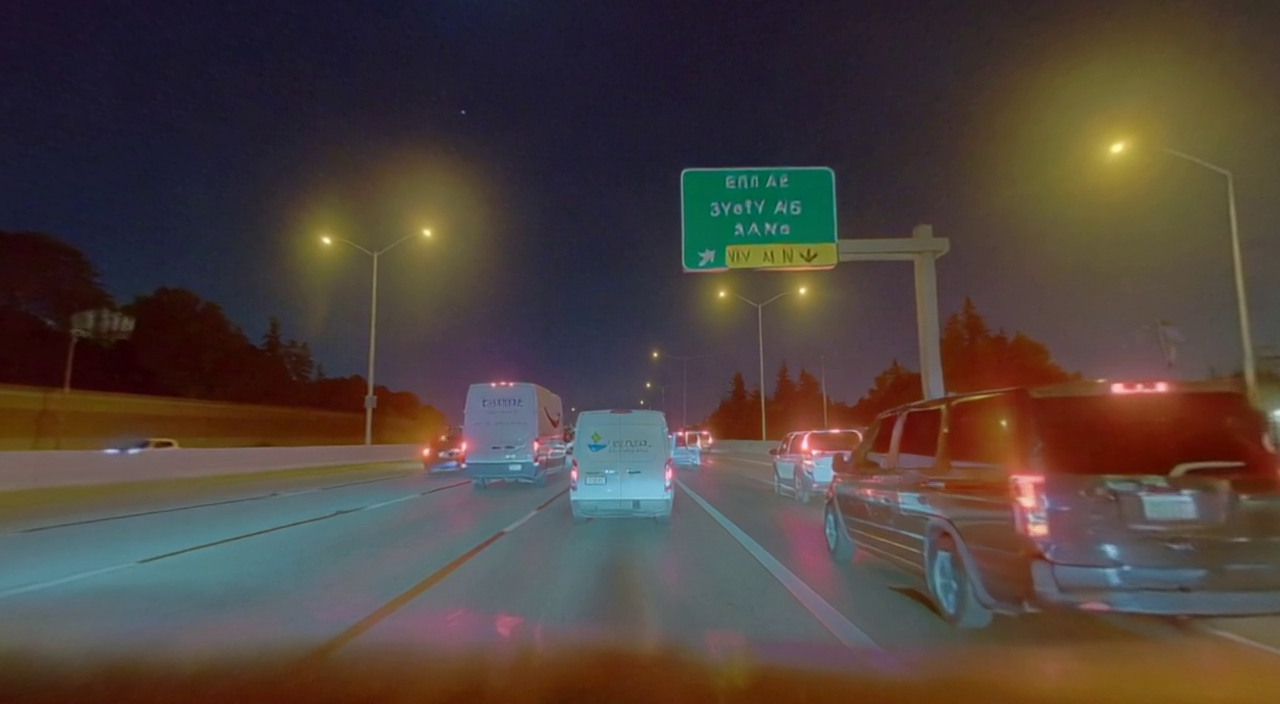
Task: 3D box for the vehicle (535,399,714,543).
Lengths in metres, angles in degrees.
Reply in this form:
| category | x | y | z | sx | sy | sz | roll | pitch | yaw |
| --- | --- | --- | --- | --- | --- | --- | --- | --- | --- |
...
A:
| category | x | y | z | sx | sy | sz | roll | pitch | yaw |
| --- | --- | --- | --- | --- | --- | --- | --- | --- | --- |
| vehicle | -0.194 | 1.861 | 10.346 | 2.287 | 1.823 | 4.369 | 0 | -8 | 0 |

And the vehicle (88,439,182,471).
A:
| category | x | y | z | sx | sy | sz | roll | pitch | yaw |
| --- | --- | --- | --- | --- | --- | --- | --- | --- | --- |
| vehicle | -26.370 | 5.384 | 33.027 | 1.684 | 1.517 | 3.805 | 0 | -9 | 1 |

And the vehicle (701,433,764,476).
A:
| category | x | y | z | sx | sy | sz | roll | pitch | yaw |
| --- | --- | --- | --- | --- | --- | --- | --- | --- | --- |
| vehicle | 3.941 | 4.458 | 27.582 | 2.064 | 1.720 | 4.416 | 0 | -8 | 0 |

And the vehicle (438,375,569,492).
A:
| category | x | y | z | sx | sy | sz | roll | pitch | yaw |
| --- | --- | --- | --- | --- | --- | --- | --- | --- | --- |
| vehicle | -3.701 | 2.483 | 18.765 | 2.415 | 2.821 | 6.636 | 1 | -9 | 0 |

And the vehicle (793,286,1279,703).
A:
| category | x | y | z | sx | sy | sz | roll | pitch | yaw |
| --- | --- | --- | --- | --- | --- | --- | --- | --- | --- |
| vehicle | 3.033 | 1.072 | 4.839 | 2.341 | 1.890 | 5.144 | 1 | -9 | -1 |
